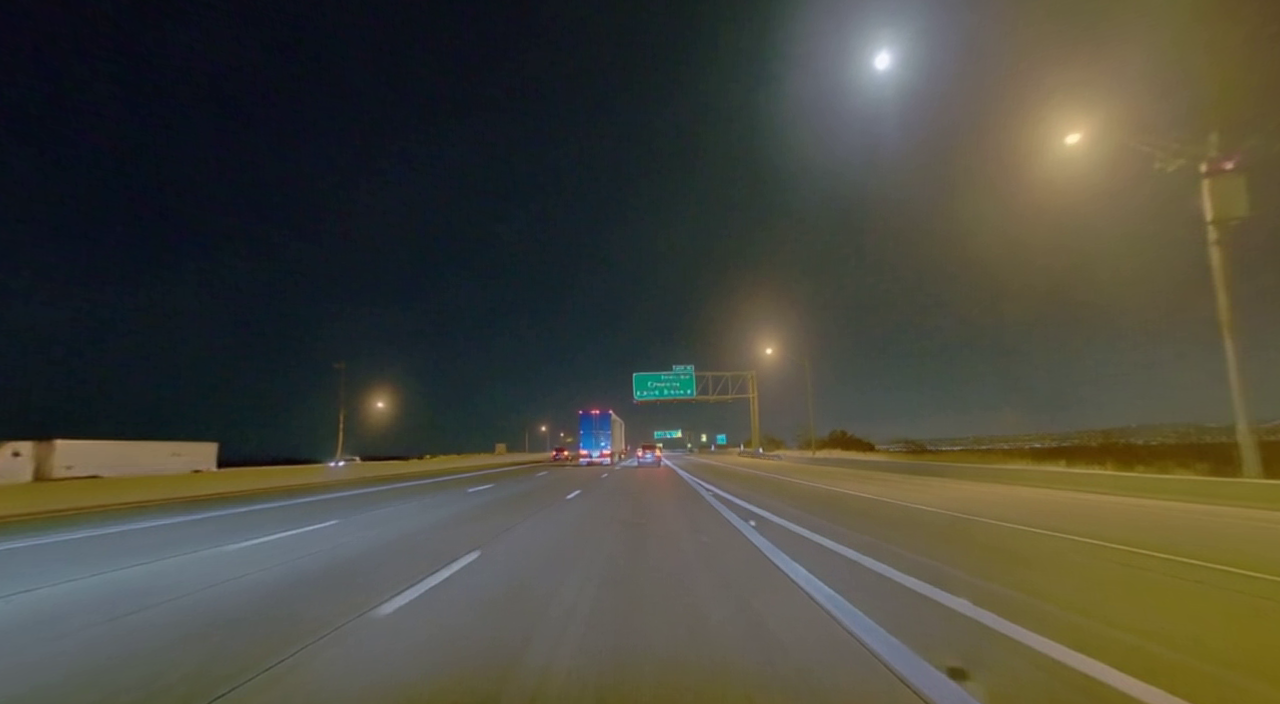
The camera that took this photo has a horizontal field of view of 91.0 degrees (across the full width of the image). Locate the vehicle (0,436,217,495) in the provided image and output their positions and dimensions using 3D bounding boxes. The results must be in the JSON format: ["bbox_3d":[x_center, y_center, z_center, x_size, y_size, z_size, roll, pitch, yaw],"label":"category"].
[{"bbox_3d":[-34.811,7.468,42.486,2.822,3.236,13.926,0,-9,1],"label":"vehicle"}]

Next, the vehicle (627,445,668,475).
[{"bbox_3d":[0.382,5.713,33.620,2.066,1.469,4.050,0,-9,0],"label":"vehicle"}]

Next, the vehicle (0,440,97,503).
[{"bbox_3d":[-34.845,6.504,34.622,3.045,3.224,7.442,-1,-9,2],"label":"vehicle"}]
